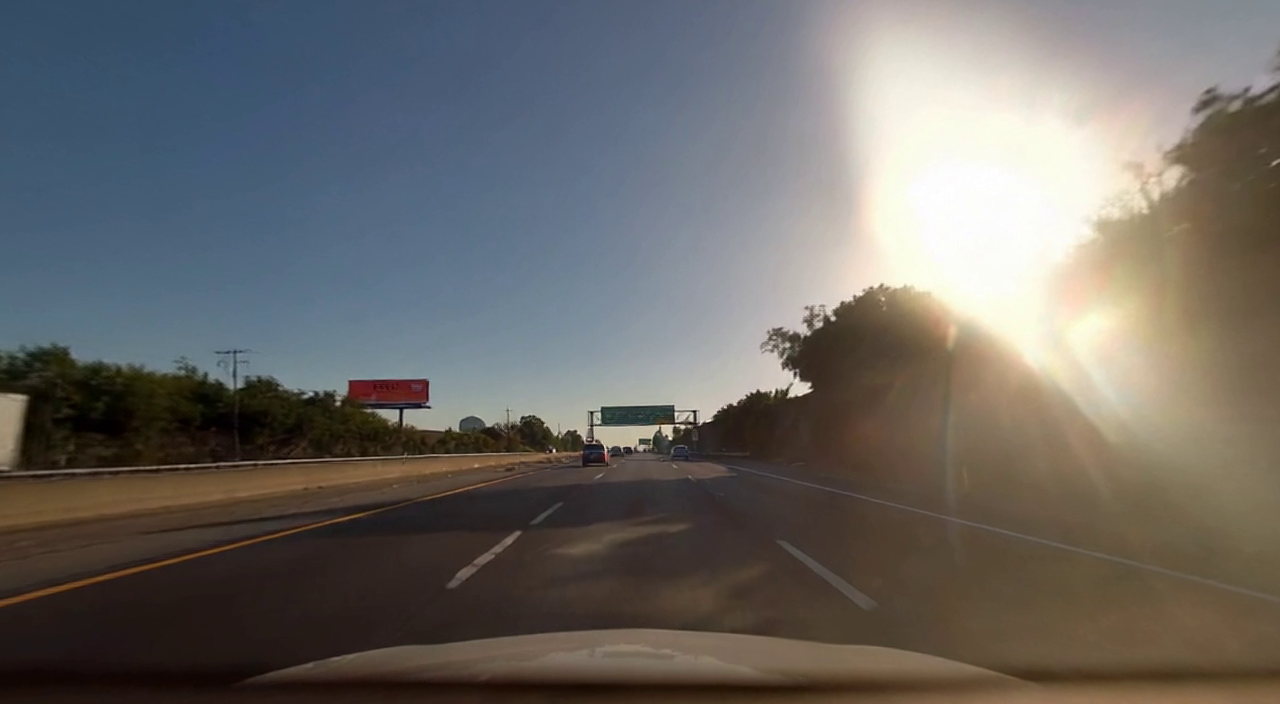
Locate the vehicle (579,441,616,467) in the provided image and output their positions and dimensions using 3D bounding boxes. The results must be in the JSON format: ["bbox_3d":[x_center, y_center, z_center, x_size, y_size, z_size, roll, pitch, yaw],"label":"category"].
[{"bbox_3d":[-2.969,7.208,44.714,2.319,1.738,4.355,0,-8,0],"label":"vehicle"}]
